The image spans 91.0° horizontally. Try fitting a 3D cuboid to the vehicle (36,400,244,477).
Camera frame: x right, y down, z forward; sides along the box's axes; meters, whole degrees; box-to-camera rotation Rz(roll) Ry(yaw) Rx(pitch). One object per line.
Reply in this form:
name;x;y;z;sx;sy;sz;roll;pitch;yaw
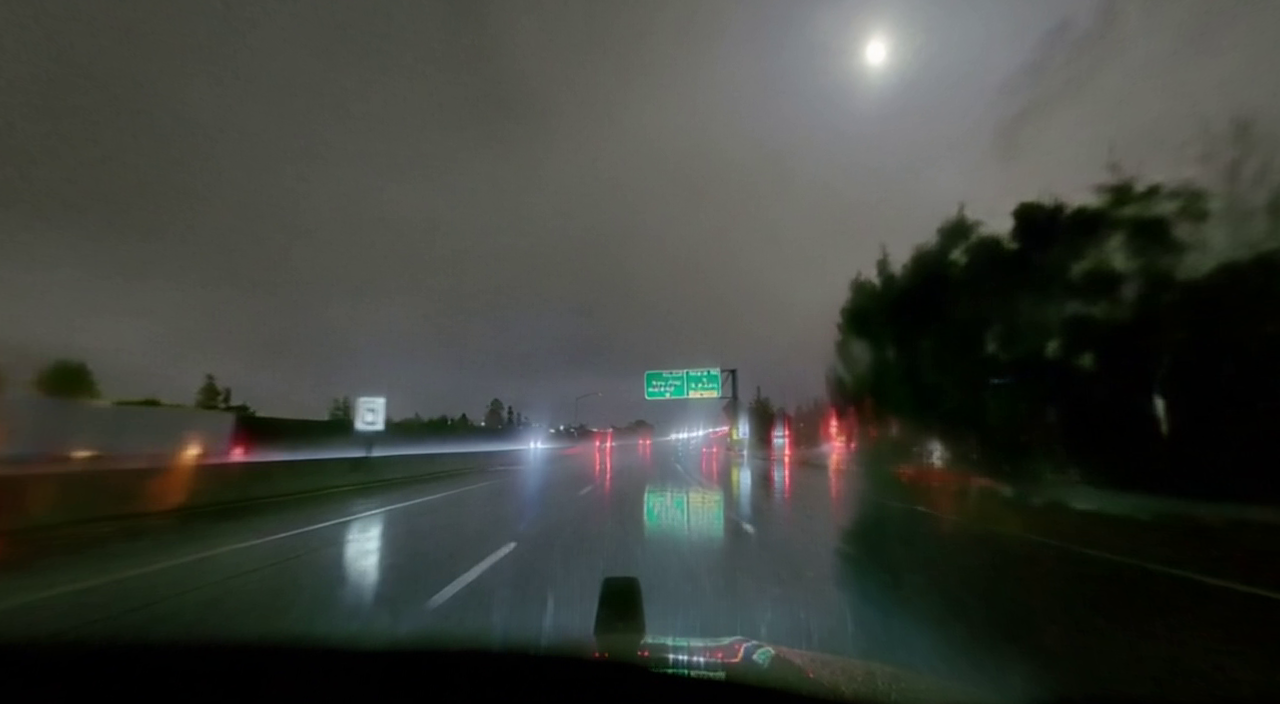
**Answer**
vehicle;-23.341;4.211;30.317;2.785;3.174;8.521;-1;-9;2
